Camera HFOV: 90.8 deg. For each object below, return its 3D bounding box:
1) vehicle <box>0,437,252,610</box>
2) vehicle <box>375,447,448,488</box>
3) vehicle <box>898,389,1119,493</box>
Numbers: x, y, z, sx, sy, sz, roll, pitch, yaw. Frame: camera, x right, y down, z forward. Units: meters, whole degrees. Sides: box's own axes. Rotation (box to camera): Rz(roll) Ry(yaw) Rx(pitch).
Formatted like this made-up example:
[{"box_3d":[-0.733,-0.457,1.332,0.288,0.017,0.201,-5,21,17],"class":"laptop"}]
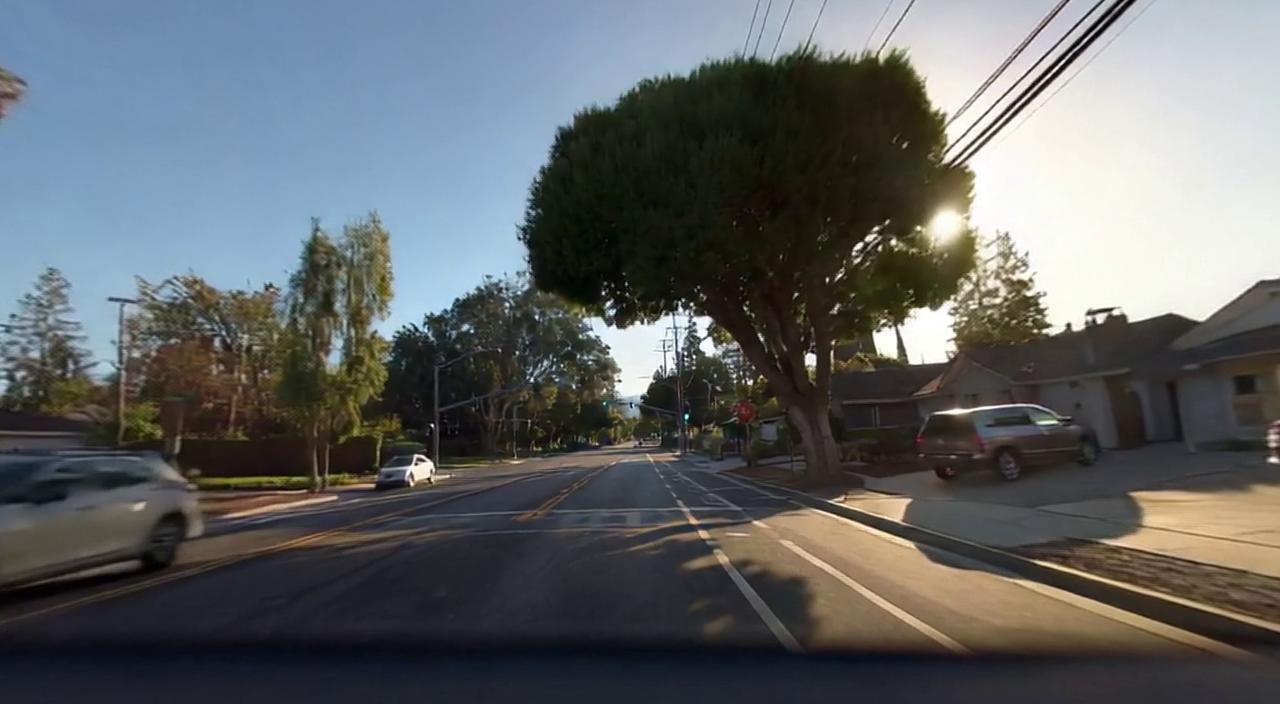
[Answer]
[{"box_3d":[-7.129,1.916,7.399,2.142,1.611,4.890,-5,-8,0],"class":"vehicle"},{"box_3d":[-12.238,6.167,34.245,2.041,1.788,5.116,-7,-8,-2],"class":"vehicle"},{"box_3d":[9.368,2.133,15.974,5.565,2.036,1.907,-1,-7,-27],"class":"vehicle"}]
